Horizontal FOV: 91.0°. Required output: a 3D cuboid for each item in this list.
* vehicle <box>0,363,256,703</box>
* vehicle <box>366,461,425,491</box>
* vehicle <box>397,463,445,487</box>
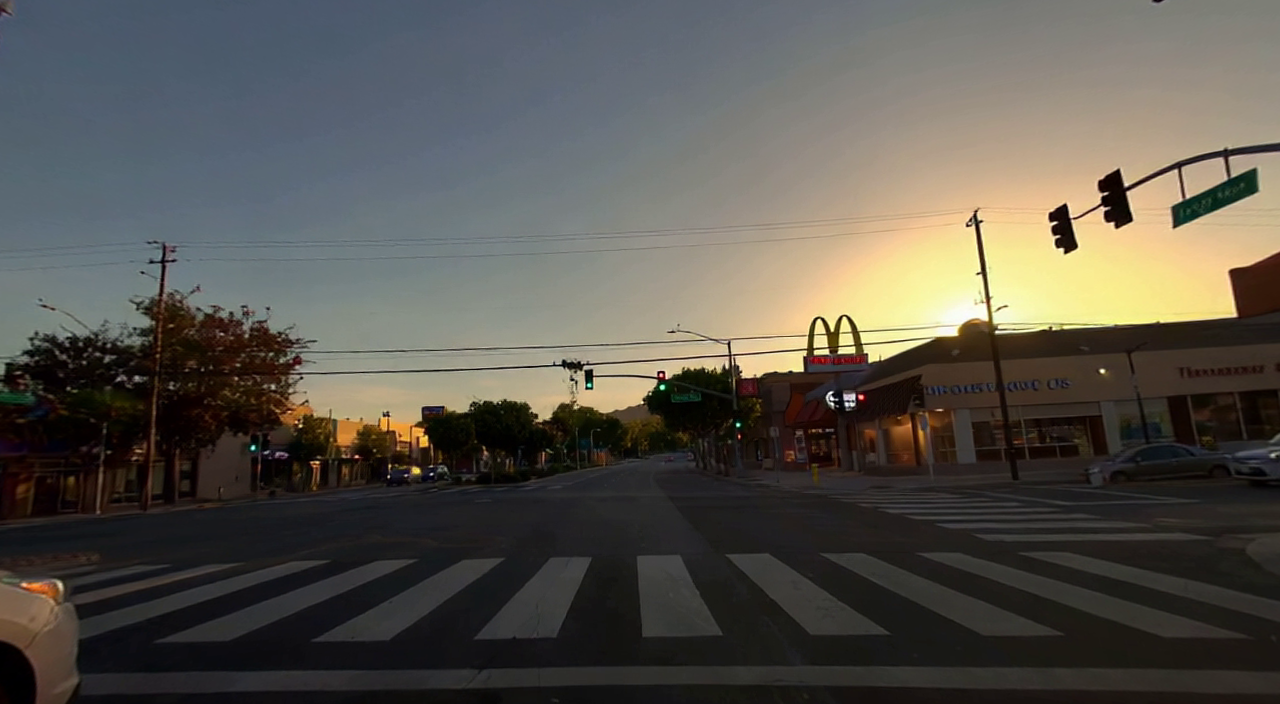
[{"bbox_3d":[-3.411,0.738,1.411,2.081,1.644,4.523,0,-9,2],"label":"vehicle"},{"bbox_3d":[-19.203,9.732,49.803,2.227,2.033,5.614,0,-9,1],"label":"vehicle"},{"bbox_3d":[-15.739,8.833,45.415,1.931,1.471,4.152,0,-9,0],"label":"vehicle"}]
